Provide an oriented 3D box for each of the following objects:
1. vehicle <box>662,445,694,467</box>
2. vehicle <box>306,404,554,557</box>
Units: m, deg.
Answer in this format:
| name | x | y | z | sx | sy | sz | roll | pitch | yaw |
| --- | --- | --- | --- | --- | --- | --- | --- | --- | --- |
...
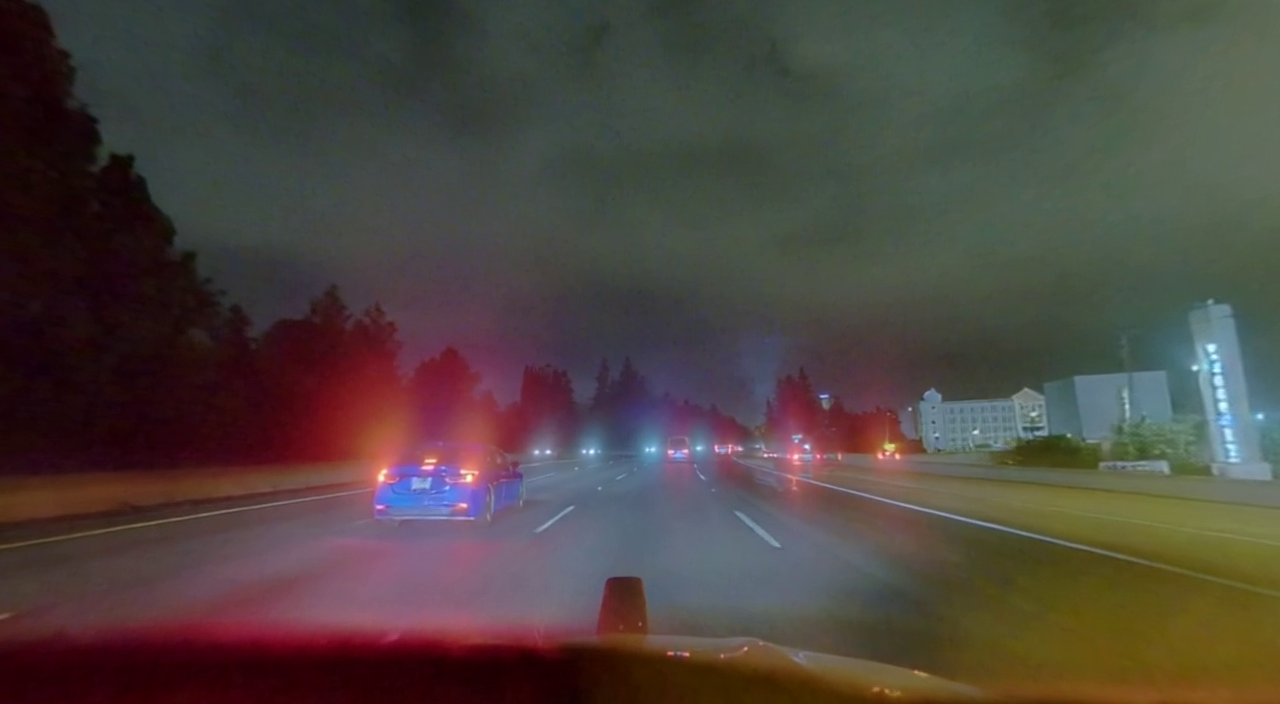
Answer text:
| name | x | y | z | sx | sy | sz | roll | pitch | yaw |
| --- | --- | --- | --- | --- | --- | --- | --- | --- | --- |
| vehicle | 2.673 | 7.309 | 44.318 | 2.158 | 1.458 | 3.656 | -1 | -9 | 4 |
| vehicle | -2.867 | 1.918 | 10.096 | 2.185 | 1.823 | 4.854 | 0 | -9 | 2 |
